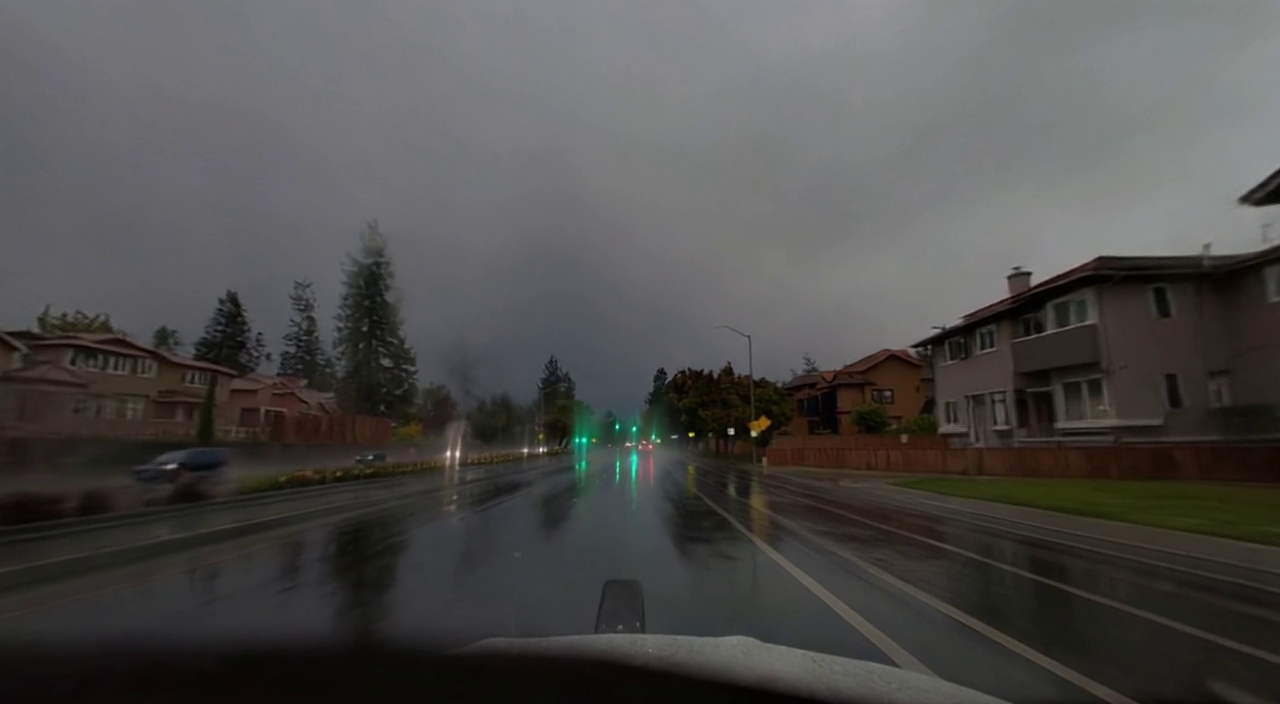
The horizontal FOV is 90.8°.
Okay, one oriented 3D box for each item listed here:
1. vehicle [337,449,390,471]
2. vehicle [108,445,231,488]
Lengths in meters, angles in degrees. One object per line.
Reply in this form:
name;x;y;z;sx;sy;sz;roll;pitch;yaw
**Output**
vehicle;-20.182;7.880;46.337;1.834;1.464;4.490;0;-8;0
vehicle;-20.211;4.907;27.446;1.887;1.664;4.491;-1;-8;0
